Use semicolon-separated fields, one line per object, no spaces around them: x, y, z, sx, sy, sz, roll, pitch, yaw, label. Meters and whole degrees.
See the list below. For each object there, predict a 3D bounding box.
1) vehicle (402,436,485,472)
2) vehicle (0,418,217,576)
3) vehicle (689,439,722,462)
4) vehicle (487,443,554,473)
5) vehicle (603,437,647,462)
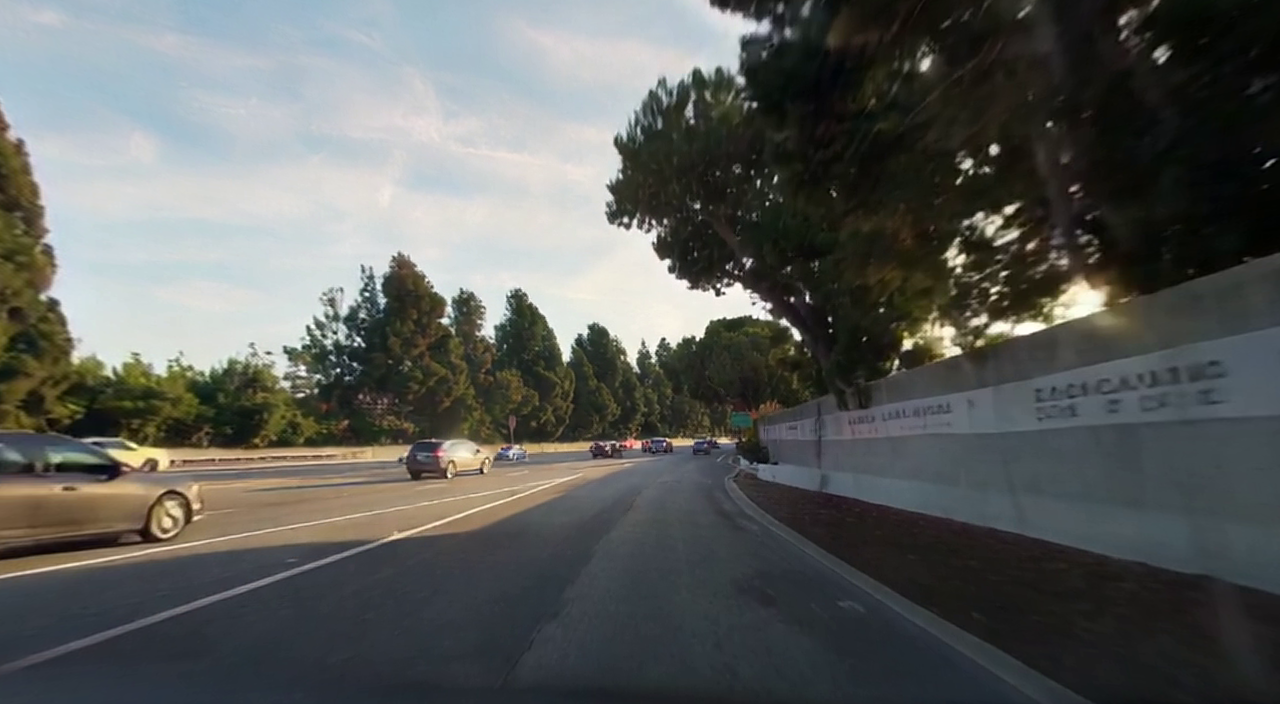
-10.255;5.368;33.390;2.089;1.736;4.662;-2;-9;12;vehicle
-7.677;1.601;7.172;2.082;1.638;4.644;-1;-9;8;vehicle
5.031;7.505;48.230;2.012;1.622;4.166;-2;-9;12;vehicle
-6.266;5.606;33.646;1.860;1.442;4.332;-2;-9;13;vehicle
-1.017;7.254;47.126;2.105;1.764;5.109;-2;-9;12;vehicle
